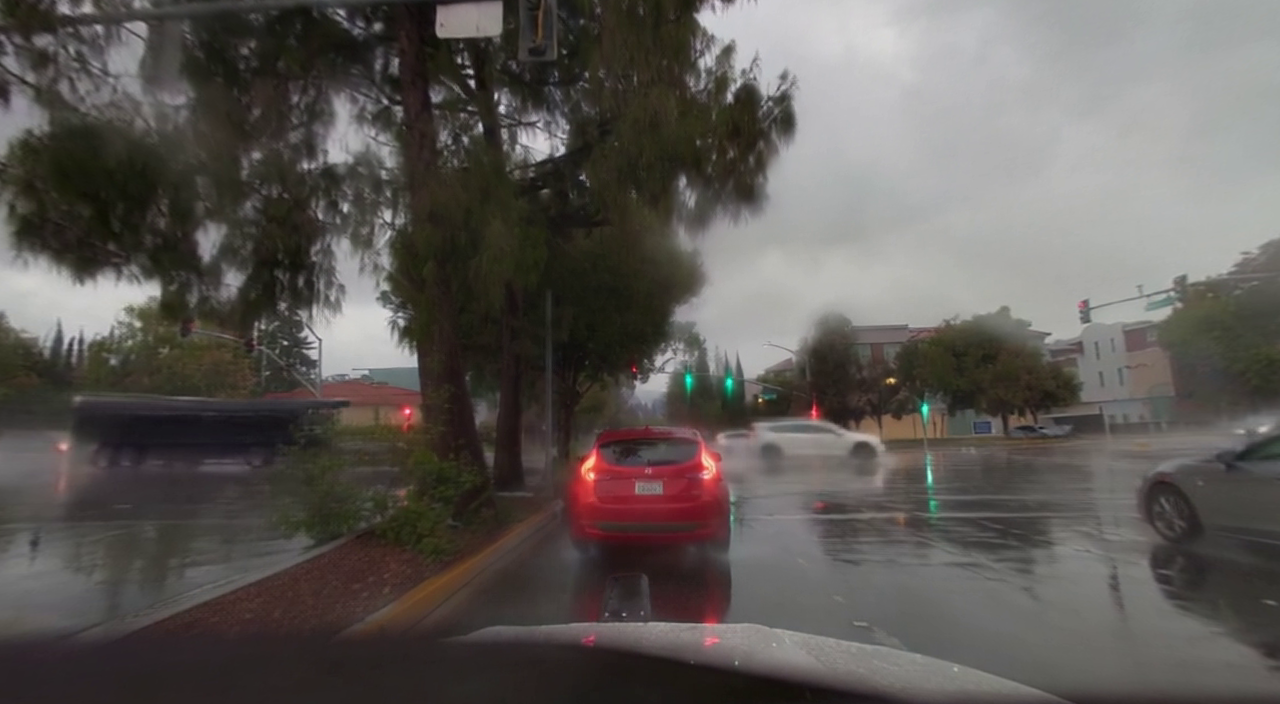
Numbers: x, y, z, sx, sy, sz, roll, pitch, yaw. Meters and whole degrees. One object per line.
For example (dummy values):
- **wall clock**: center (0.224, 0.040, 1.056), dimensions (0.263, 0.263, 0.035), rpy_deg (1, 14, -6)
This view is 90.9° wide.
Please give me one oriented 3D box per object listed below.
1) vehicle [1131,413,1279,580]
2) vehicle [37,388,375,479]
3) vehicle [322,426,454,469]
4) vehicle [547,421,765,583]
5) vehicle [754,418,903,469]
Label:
- **vehicle**: center (7.070, 1.316, 5.613), dimensions (1.901, 1.577, 4.348), rpy_deg (0, -8, 1)
- **vehicle**: center (-15.925, 3.102, 23.749), dimensions (10.544, 3.126, 2.909), rpy_deg (-1, -8, 1)
- **vehicle**: center (-10.833, 4.138, 27.362), dimensions (4.833, 1.784, 2.027), rpy_deg (0, -8, 1)
- **vehicle**: center (0.108, 1.689, 7.882), dimensions (2.041, 1.485, 3.813), rpy_deg (0, -8, -1)
- **vehicle**: center (6.932, 3.434, 23.652), dimensions (4.921, 1.757, 2.036), rpy_deg (0, -8, 1)
